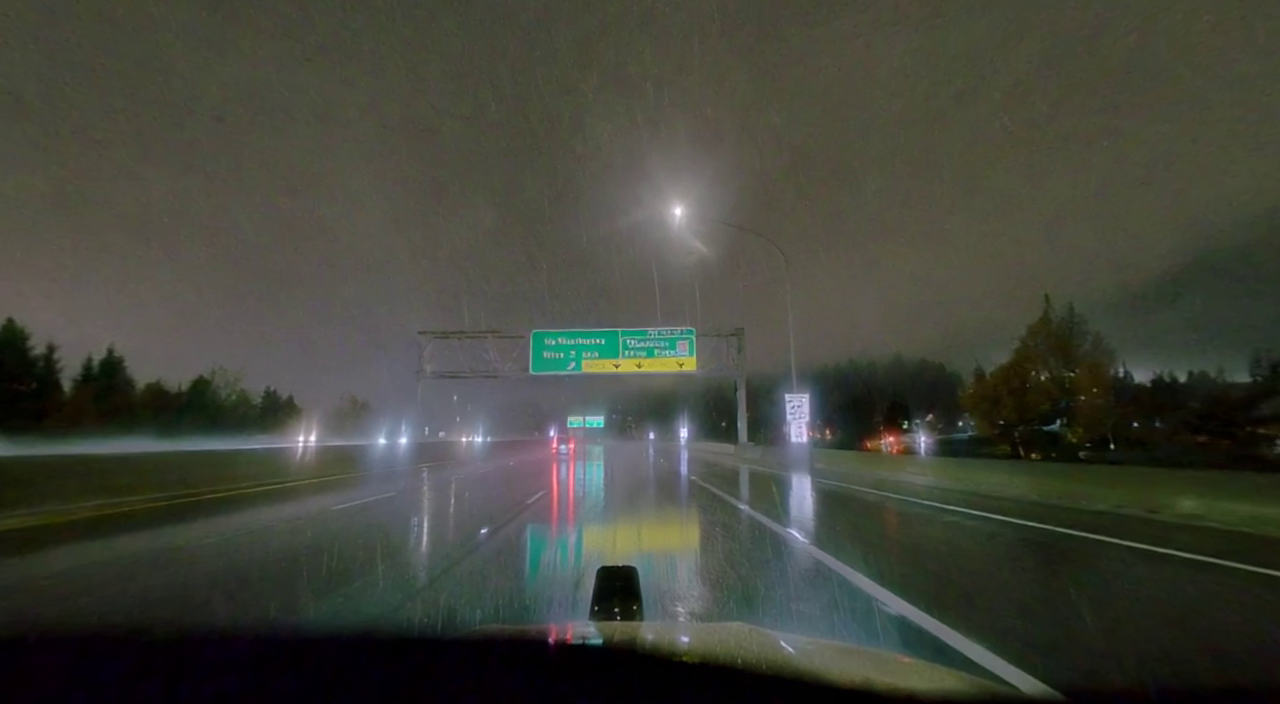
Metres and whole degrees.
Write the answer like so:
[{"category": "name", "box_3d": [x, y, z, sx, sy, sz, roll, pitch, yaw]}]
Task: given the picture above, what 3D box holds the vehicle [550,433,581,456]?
[{"category": "vehicle", "box_3d": [-5.283, 6.620, 45.060, 1.878, 1.548, 3.966, 0, -8, -1]}]
